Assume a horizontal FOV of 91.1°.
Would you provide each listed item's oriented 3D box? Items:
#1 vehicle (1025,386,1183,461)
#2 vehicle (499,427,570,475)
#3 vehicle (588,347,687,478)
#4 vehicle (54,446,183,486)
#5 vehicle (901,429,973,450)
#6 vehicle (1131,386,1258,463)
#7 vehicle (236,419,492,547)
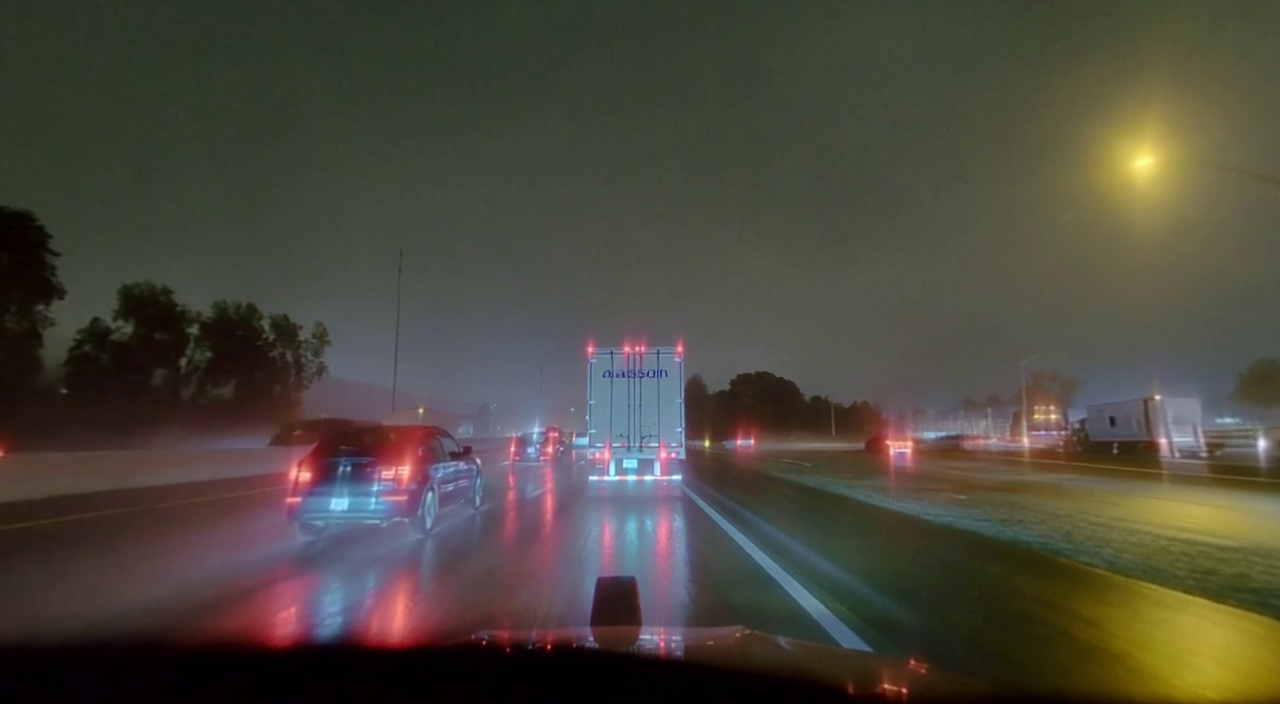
[{"bbox_3d":[18.912,3.010,26.103,2.432,2.753,5.388,0,-8,1],"label":"vehicle"},{"bbox_3d":[-3.825,3.652,23.462,1.946,1.599,4.073,0,-8,0],"label":"vehicle"},{"bbox_3d":[-0.171,2.658,25.809,3.171,4.204,11.036,0,-8,-1],"label":"vehicle"},{"bbox_3d":[-22.727,4.948,27.664,2.036,1.530,4.215,0,-8,1],"label":"vehicle"},{"bbox_3d":[21.921,6.481,46.442,4.324,1.489,2.017,-8,-11,44],"label":"vehicle"},{"bbox_3d":[19.519,2.590,22.296,1.658,2.523,2.851,0,-8,-2],"label":"vehicle"},{"bbox_3d":[-3.794,1.852,9.692,1.964,1.507,4.361,0,-8,0],"label":"vehicle"}]
